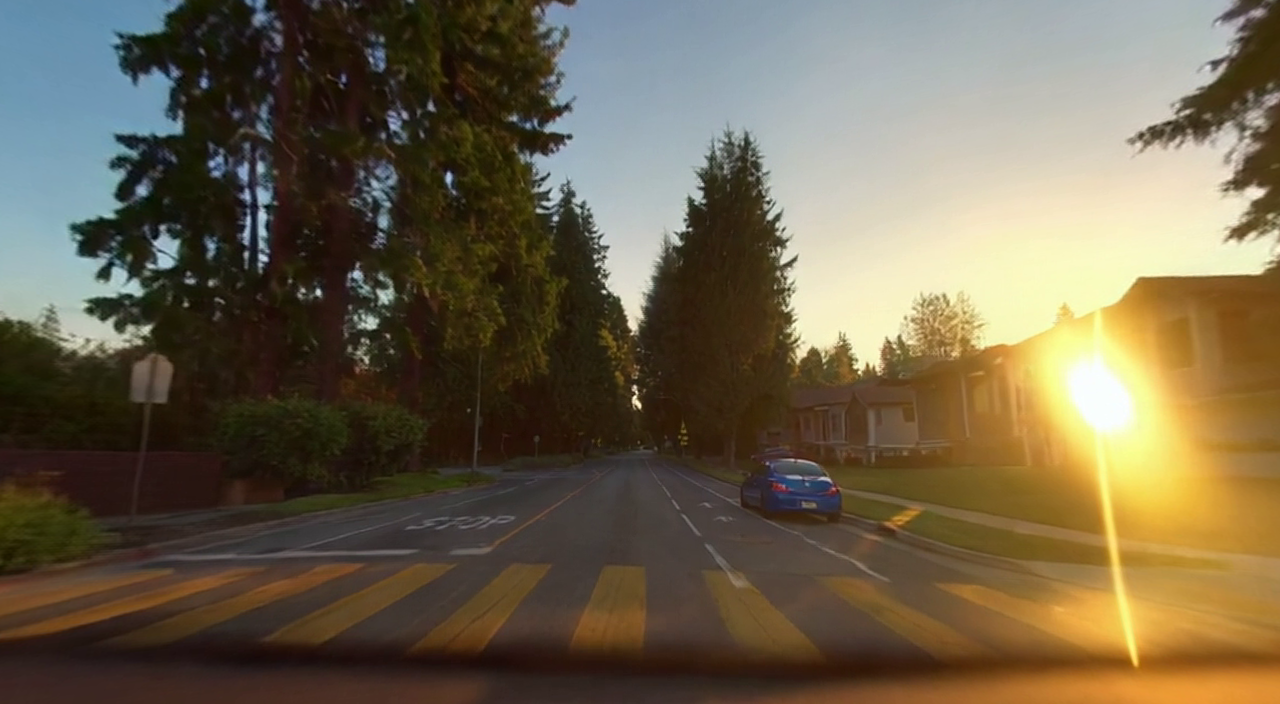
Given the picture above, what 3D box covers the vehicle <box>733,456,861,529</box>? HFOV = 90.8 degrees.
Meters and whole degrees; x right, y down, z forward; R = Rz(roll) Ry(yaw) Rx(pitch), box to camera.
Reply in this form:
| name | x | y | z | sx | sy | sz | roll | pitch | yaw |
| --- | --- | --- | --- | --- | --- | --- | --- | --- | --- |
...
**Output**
| name | x | y | z | sx | sy | sz | roll | pitch | yaw |
| --- | --- | --- | --- | --- | --- | --- | --- | --- | --- |
| vehicle | 3.710 | 3.392 | 15.859 | 1.961 | 1.472 | 4.434 | 0 | -8 | -2 |
